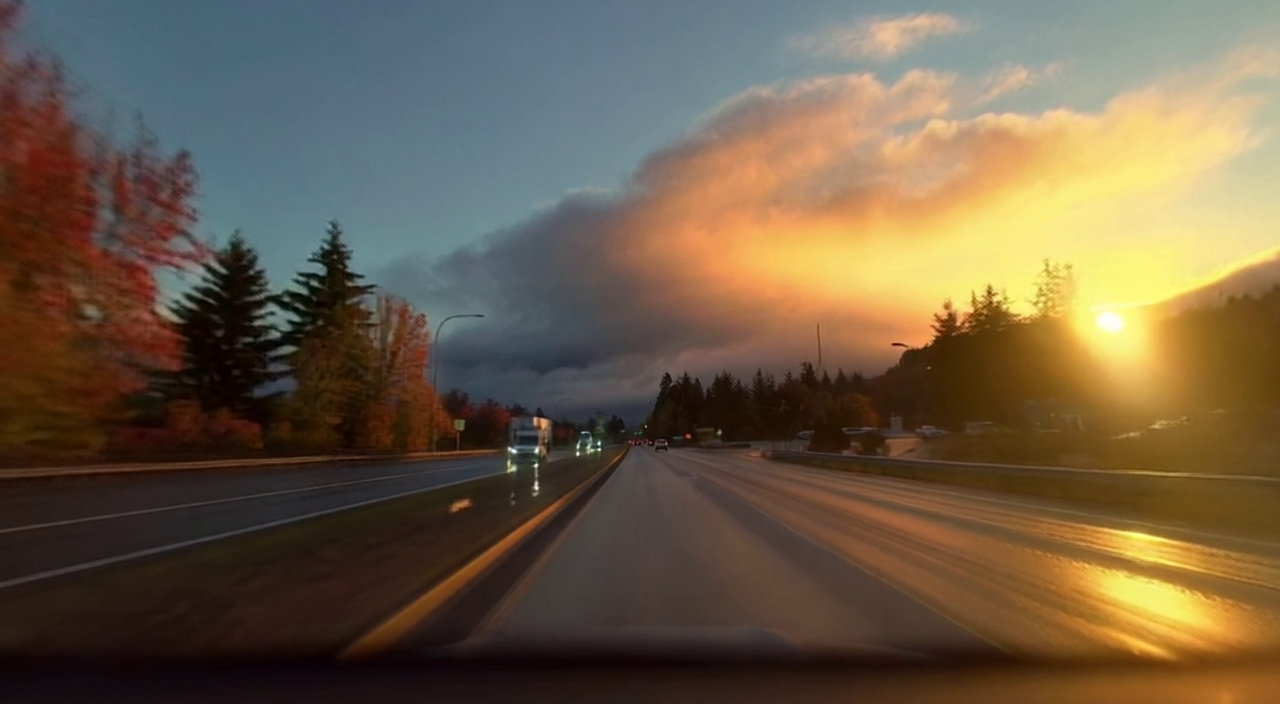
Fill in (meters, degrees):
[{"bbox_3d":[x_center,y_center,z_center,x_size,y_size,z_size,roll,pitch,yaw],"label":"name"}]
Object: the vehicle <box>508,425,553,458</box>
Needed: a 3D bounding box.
[{"bbox_3d":[-8.247,6.830,48.001,2.314,2.316,5.813,0,-8,1],"label":"vehicle"}]
